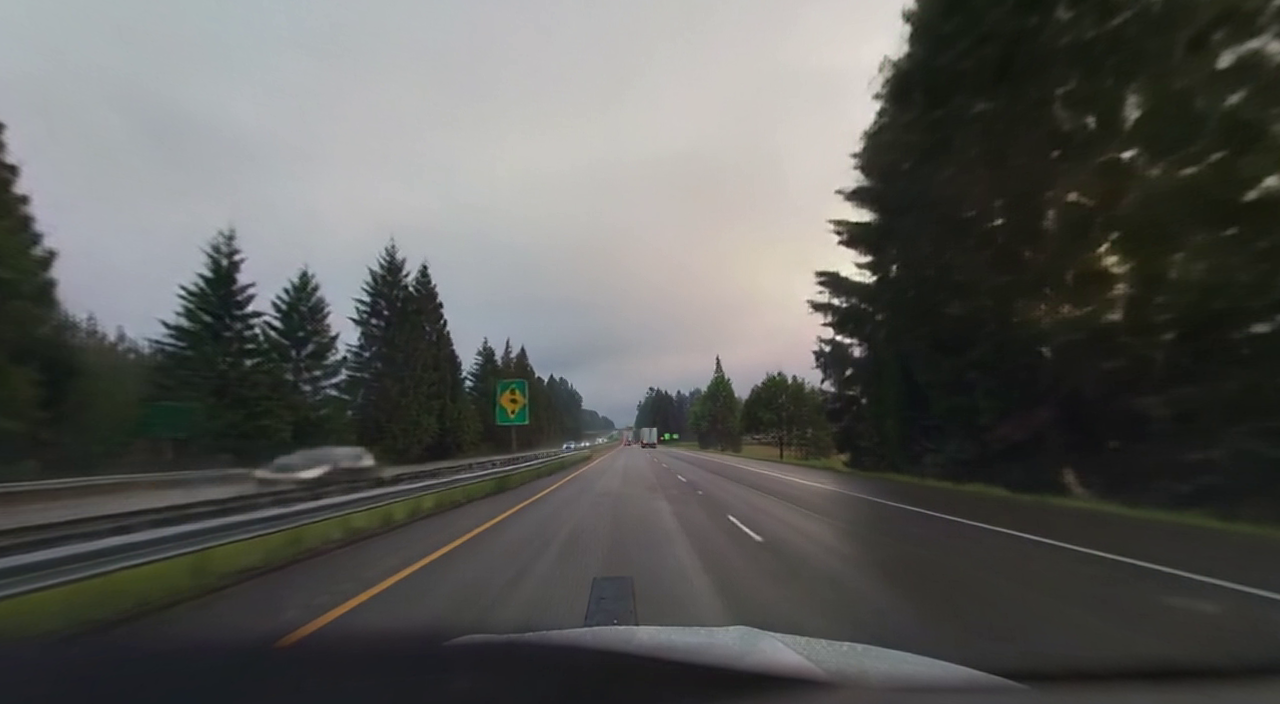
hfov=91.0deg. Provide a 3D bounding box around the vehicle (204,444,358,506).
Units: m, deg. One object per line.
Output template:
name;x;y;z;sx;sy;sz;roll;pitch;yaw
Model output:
vehicle;-9.634;3.279;17.361;1.812;1.460;4.228;0;-8;-1
